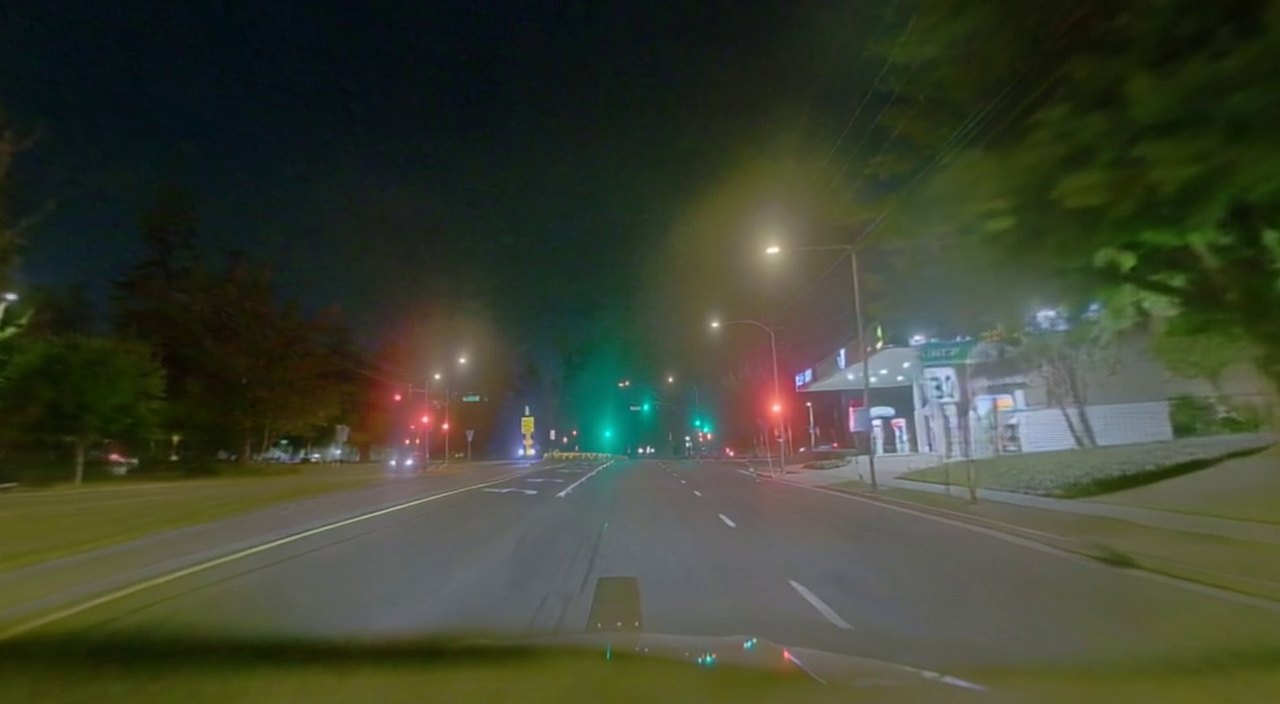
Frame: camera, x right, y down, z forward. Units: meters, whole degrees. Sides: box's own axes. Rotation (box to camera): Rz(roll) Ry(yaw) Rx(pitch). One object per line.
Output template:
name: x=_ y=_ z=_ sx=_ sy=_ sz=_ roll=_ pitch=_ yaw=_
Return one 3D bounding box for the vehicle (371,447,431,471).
vehicle: x=-15.808 y=7.060 z=42.048 sx=1.911 sy=1.478 sz=4.601 roll=-1 pitch=-8 yaw=4
